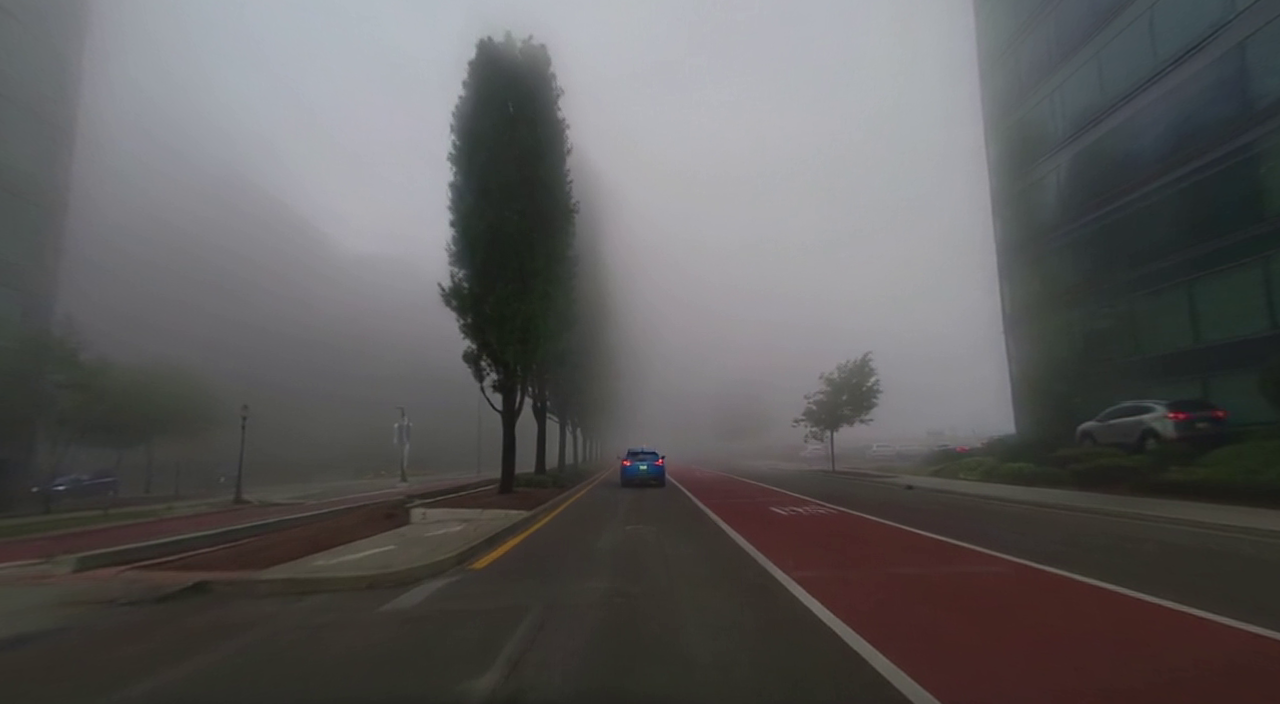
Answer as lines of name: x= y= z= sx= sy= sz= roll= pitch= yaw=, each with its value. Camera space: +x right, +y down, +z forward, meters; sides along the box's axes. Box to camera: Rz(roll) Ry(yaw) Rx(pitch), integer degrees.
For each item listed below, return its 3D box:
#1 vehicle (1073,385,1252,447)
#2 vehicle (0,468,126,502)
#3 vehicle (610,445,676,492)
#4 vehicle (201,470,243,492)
vehicle: x=15.174 y=1.983 z=18.652 sx=1.979 sy=1.460 sz=3.848 roll=-1 pitch=-10 yaw=2
vehicle: x=-30.741 y=7.034 z=33.595 sx=4.962 sy=1.561 sz=1.997 roll=7 pitch=-12 yaw=-40
vehicle: x=0.059 y=3.972 z=21.882 sx=2.063 sy=1.442 sz=4.135 roll=0 pitch=-9 yaw=-1
vehicle: x=-32.221 y=9.880 z=48.571 sx=1.970 sy=1.476 sz=3.940 roll=8 pitch=-12 yaw=-42
